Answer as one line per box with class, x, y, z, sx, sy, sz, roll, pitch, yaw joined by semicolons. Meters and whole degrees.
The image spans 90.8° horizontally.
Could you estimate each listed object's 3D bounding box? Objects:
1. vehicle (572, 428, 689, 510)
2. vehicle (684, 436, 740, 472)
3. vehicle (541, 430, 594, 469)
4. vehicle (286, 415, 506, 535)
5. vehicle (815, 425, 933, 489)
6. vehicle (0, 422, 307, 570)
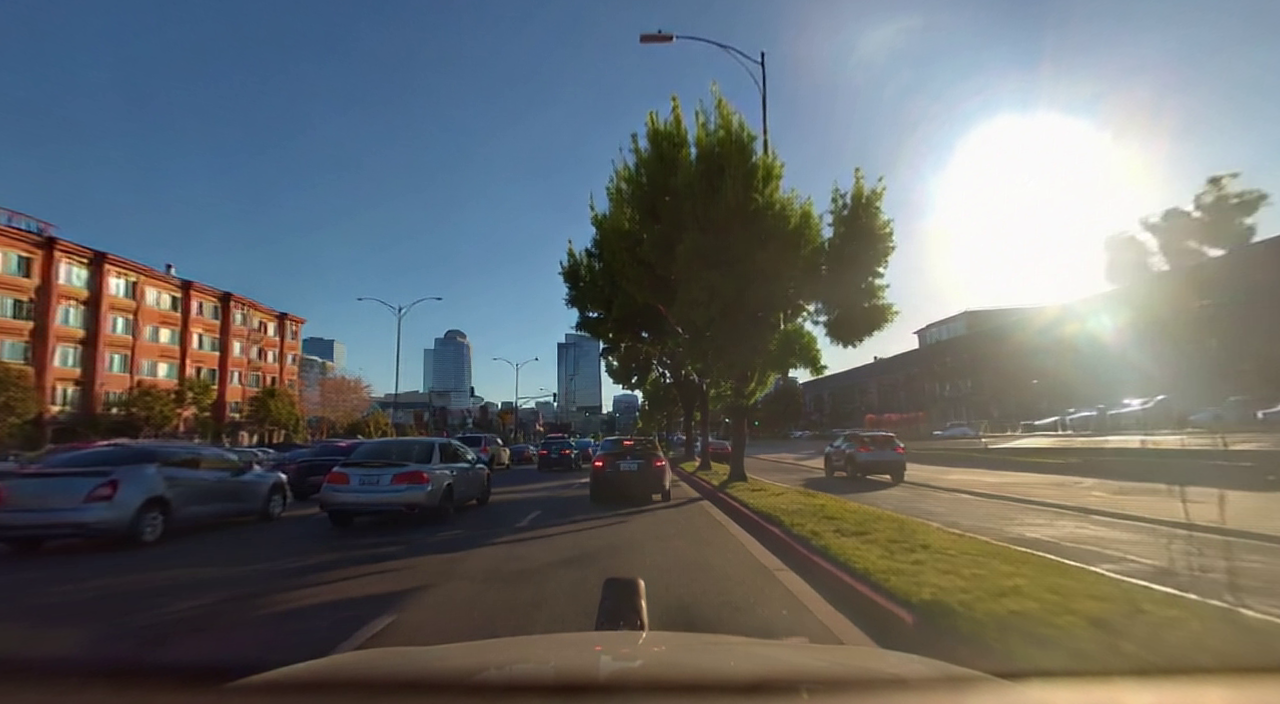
vehicle;-0.211;2.493;13.919;2.161;1.501;4.184;0;-9;-1
vehicle;3.178;4.605;28.678;1.905;1.473;4.183;0;-9;-2
vehicle;-3.596;4.957;32.175;2.154;1.801;5.015;0;-9;-1
vehicle;-3.798;2.009;10.865;2.009;1.619;4.376;0;-9;0
vehicle;6.783;3.094;18.858;1.889;1.681;4.120;0;-9;0
vehicle;-6.721;1.833;8.817;1.835;1.516;4.423;0;-9;-2
